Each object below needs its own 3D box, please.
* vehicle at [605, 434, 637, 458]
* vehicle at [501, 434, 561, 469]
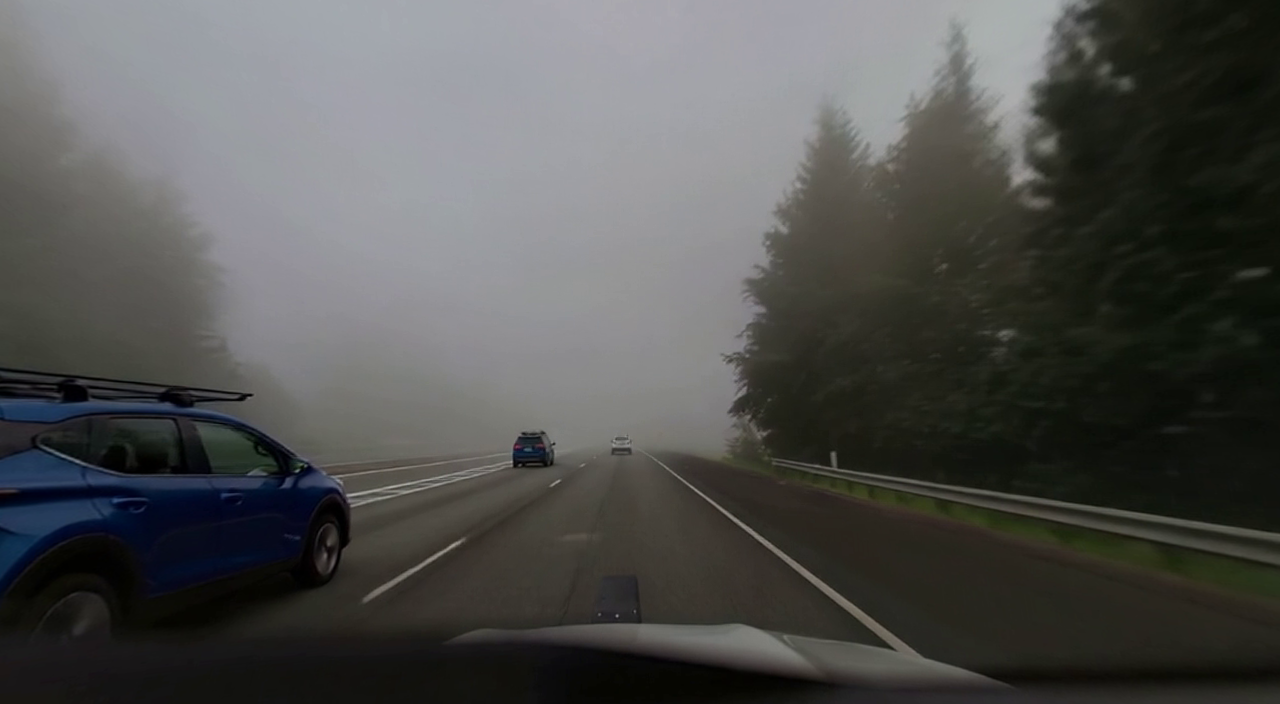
[{"bbox_3d":[-1.294,6.635,44.562,2.151,1.618,3.898,0,-8,-1],"label":"vehicle"},{"bbox_3d":[-5.244,4.849,30.958,2.189,1.580,4.607,0,-8,0],"label":"vehicle"}]
